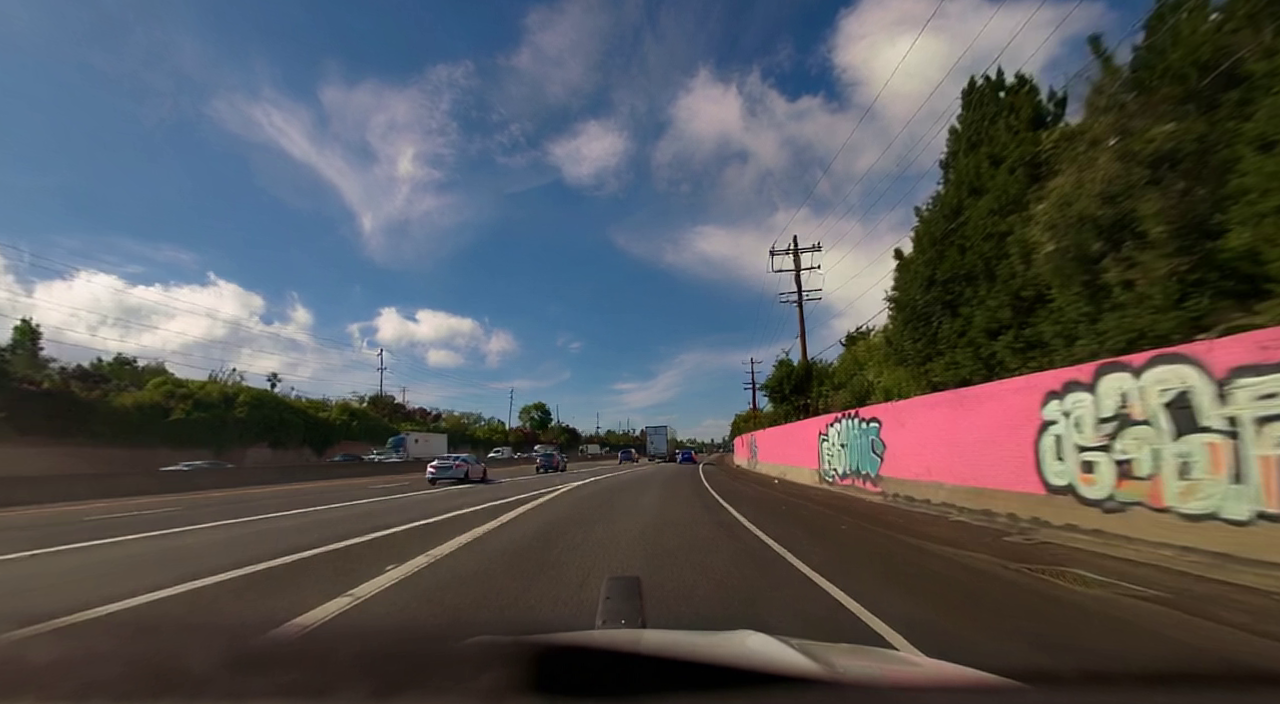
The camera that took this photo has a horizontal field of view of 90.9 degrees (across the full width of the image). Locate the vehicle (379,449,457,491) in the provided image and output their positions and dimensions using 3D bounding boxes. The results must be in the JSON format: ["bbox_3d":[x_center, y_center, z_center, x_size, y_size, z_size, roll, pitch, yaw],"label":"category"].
[{"bbox_3d":[-8.498,4.524,24.375,1.708,1.489,2.840,-1,-9,6],"label":"vehicle"}]

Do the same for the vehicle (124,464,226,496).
[{"bbox_3d":[-24.167,6.632,32.963,1.811,1.426,4.262,-1,-9,5],"label":"vehicle"}]
